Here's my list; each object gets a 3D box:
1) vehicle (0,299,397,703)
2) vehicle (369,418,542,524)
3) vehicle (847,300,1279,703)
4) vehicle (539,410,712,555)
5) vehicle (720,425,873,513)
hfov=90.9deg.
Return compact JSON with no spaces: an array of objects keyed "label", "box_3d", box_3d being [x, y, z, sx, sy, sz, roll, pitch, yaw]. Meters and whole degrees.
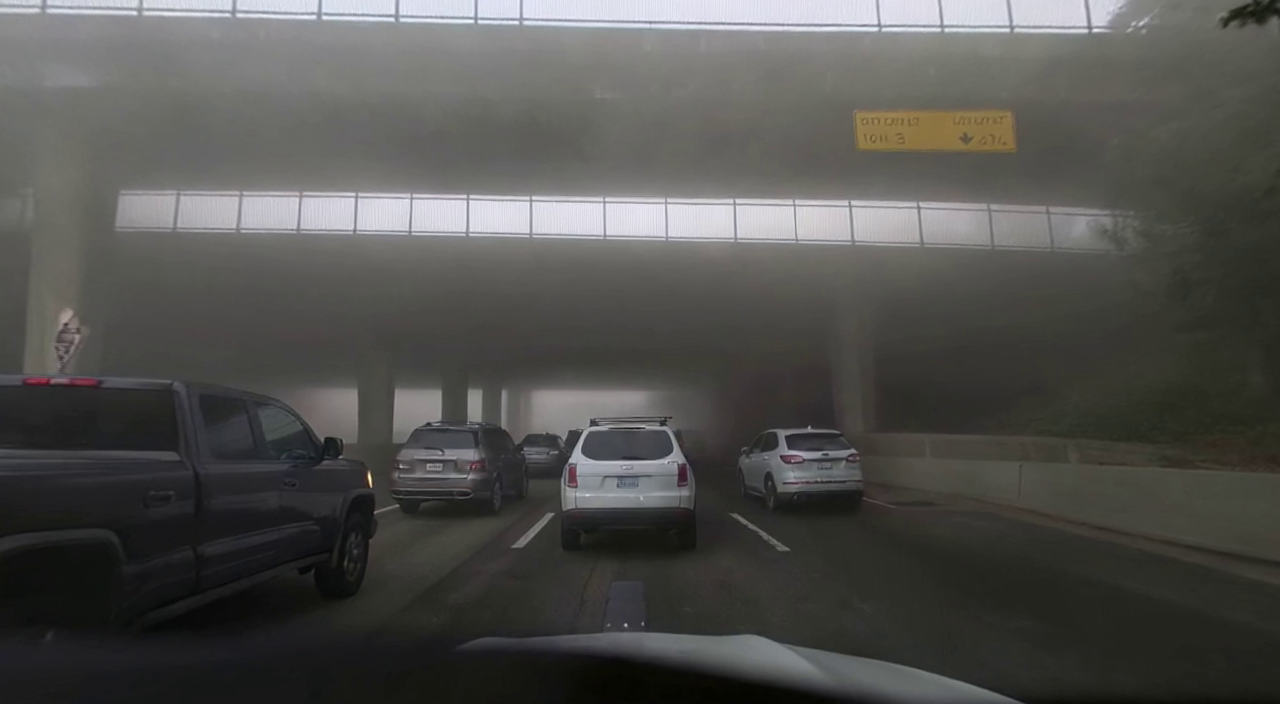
[{"label":"vehicle","box_3d":[-3.393,0.911,3.616,2.074,1.814,4.596,0,-8,1]},{"label":"vehicle","box_3d":[-3.338,2.250,12.371,2.127,1.720,4.064,0,-8,0]},{"label":"vehicle","box_3d":[3.673,1.095,5.060,2.401,1.968,4.841,0,-8,1]},{"label":"vehicle","box_3d":[-0.211,1.876,9.641,2.097,1.748,3.794,0,-8,-1]},{"label":"vehicle","box_3d":[3.460,2.731,15.269,2.234,1.720,5.378,0,-8,-1]}]
